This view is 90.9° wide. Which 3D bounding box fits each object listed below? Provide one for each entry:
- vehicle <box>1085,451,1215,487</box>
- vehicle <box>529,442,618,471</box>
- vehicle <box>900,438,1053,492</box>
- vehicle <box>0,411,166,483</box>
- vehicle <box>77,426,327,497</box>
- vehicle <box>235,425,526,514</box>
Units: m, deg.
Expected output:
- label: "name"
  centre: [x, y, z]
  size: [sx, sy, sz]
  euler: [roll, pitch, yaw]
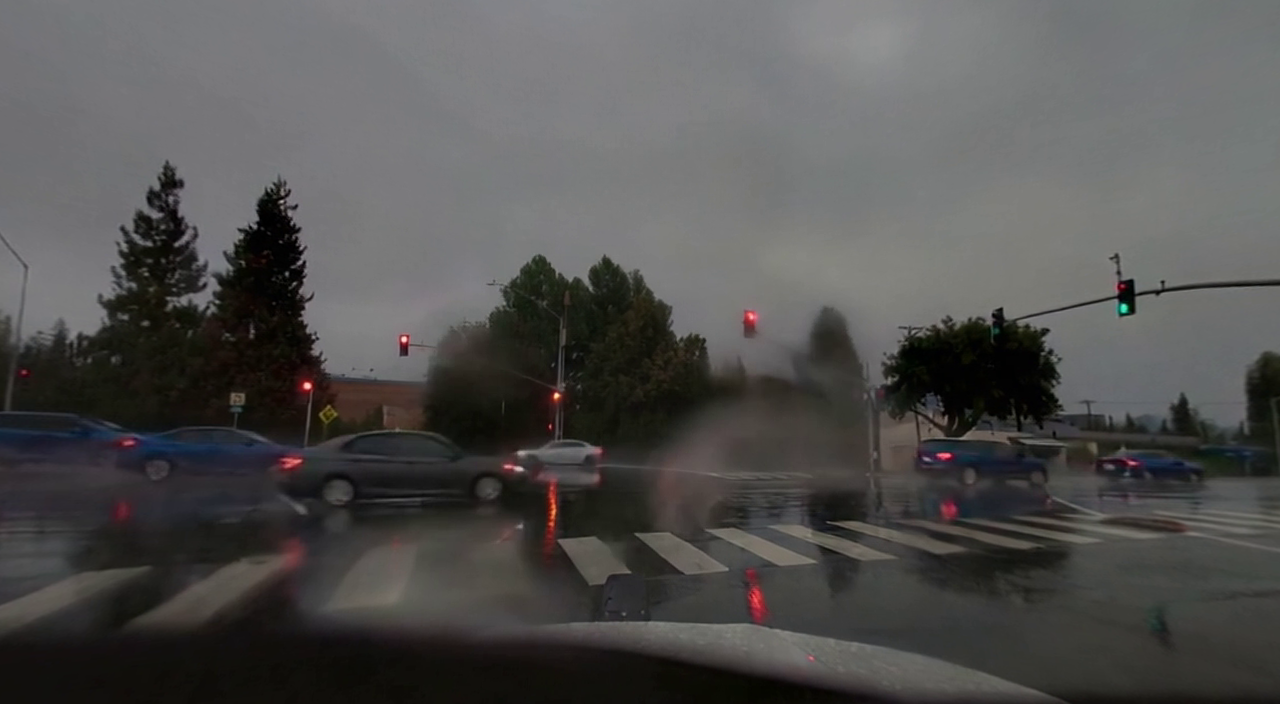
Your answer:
- label: "vehicle"
  centre: [23.399, 5.340, 28.953]
  size: [5.203, 1.488, 1.907]
  euler: [2, -9, -17]
- label: "vehicle"
  centre: [-3.571, 5.547, 33.777]
  size: [4.431, 1.464, 1.812]
  euler: [3, -9, -19]
- label: "vehicle"
  centre: [11.673, 3.864, 21.942]
  size: [4.626, 1.710, 1.891]
  euler: [2, -9, -17]
- label: "vehicle"
  centre: [-16.023, 2.545, 16.975]
  size: [4.708, 1.810, 1.986]
  euler: [3, -9, -19]
- label: "vehicle"
  centre: [-10.145, 2.562, 15.079]
  size: [4.475, 1.496, 1.861]
  euler: [3, -9, -18]
- label: "vehicle"
  centre: [-4.891, 2.264, 12.565]
  size: [4.952, 1.511, 1.855]
  euler: [2, -9, -17]
